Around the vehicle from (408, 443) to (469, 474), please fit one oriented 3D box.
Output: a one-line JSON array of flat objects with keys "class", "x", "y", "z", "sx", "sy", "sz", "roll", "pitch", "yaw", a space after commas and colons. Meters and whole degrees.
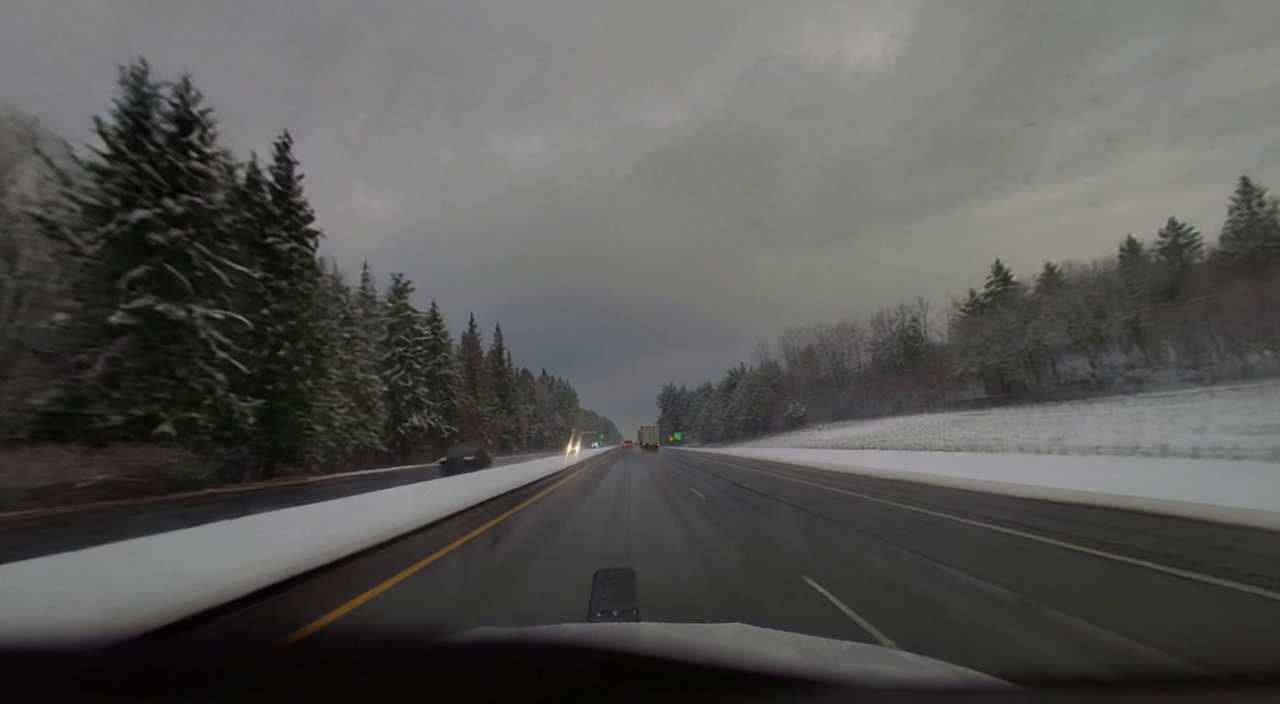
[{"class": "vehicle", "x": -9.833, "y": 5.191, "z": 30.946, "sx": 1.779, "sy": 1.397, "sz": 3.665, "roll": -1, "pitch": -8, "yaw": 0}]
